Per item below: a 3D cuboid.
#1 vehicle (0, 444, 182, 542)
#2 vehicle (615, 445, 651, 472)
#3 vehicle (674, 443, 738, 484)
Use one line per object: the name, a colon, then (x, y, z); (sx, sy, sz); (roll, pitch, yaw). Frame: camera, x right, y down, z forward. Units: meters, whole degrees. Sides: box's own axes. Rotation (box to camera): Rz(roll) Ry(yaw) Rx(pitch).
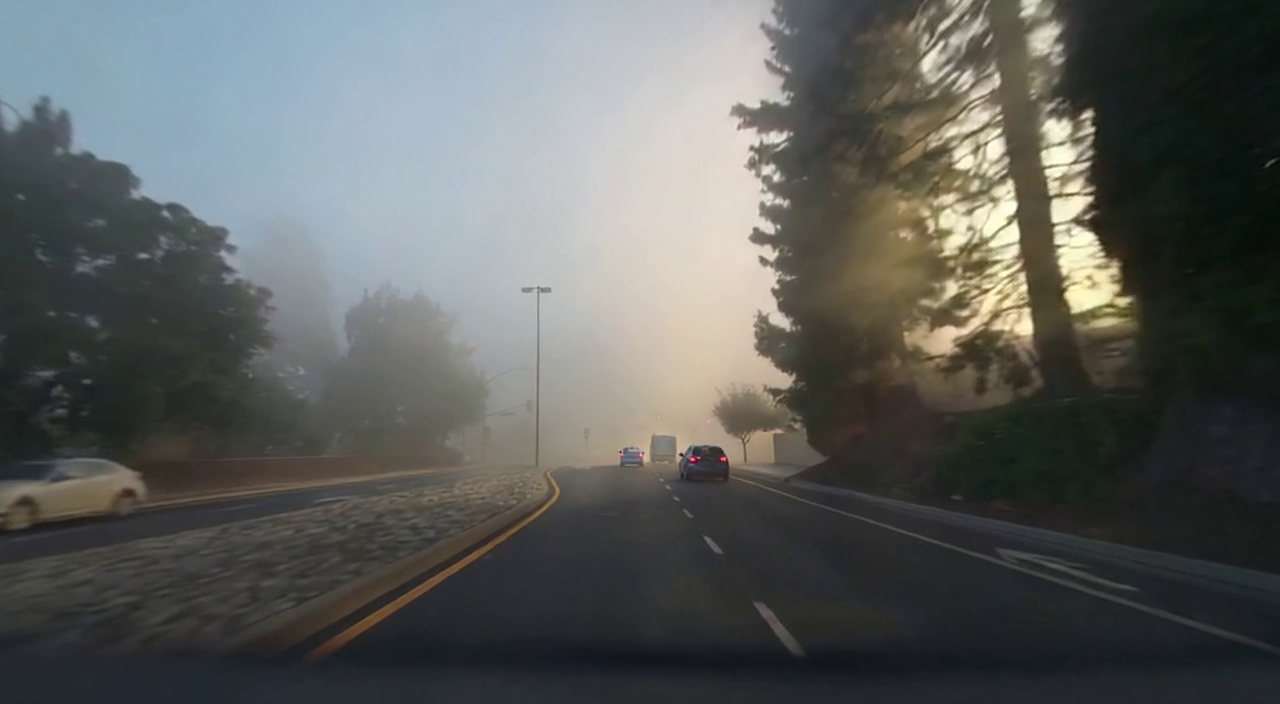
vehicle: (-12.297, 2.794, 13.233); (1.993, 1.708, 4.623); (0, -8, -1)
vehicle: (-0.432, 6.256, 37.369); (2.018, 1.511, 3.993); (0, -8, -1)
vehicle: (2.561, 4.471, 25.602); (2.057, 1.496, 4.401); (0, -9, -1)
